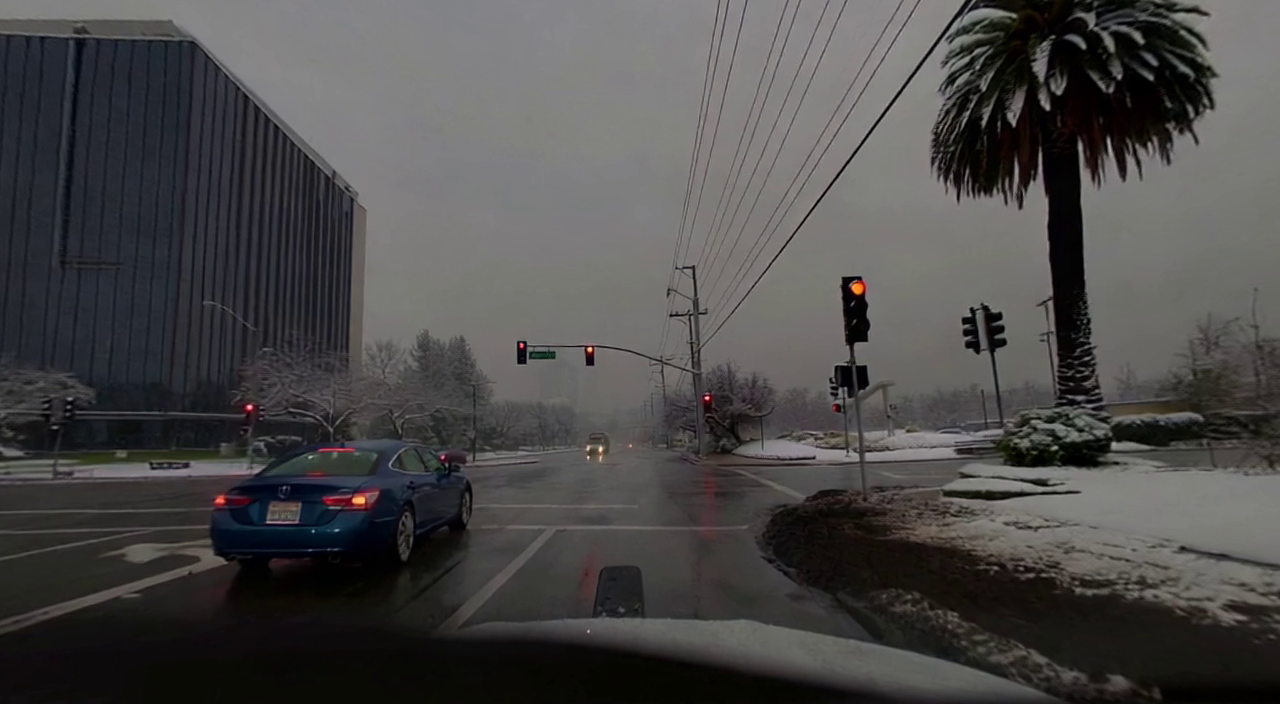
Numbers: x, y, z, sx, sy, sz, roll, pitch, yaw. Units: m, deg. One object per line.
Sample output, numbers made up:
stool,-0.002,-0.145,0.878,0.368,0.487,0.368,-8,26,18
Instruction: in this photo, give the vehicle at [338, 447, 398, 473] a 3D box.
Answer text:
vehicle,-19.020,7.574,44.328,2.017,1.739,4.569,0,-9,2
